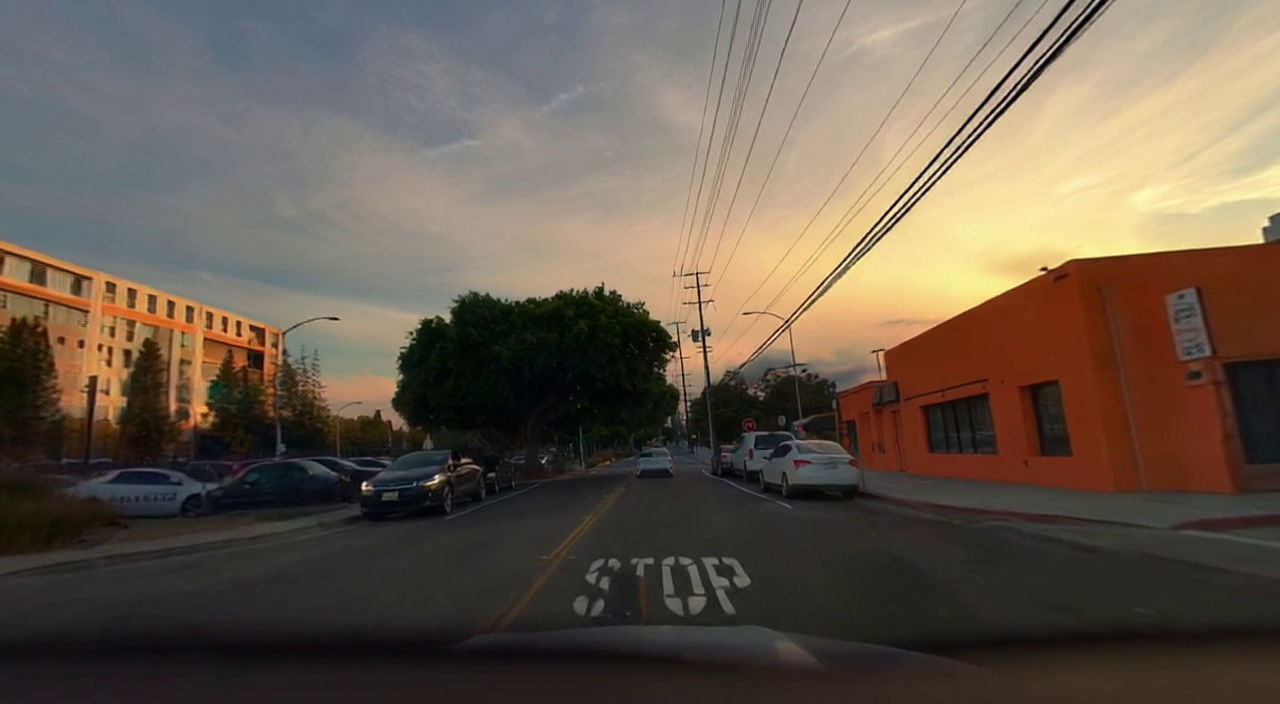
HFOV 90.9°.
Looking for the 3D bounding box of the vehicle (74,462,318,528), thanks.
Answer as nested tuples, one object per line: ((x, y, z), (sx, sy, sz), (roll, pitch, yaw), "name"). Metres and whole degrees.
((-11.632, 3.759, 16.833), (4.968, 1.493, 1.961), (0, -8, -2), "vehicle")

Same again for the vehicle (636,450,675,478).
((0.983, 6.535, 37.054), (2.033, 1.464, 4.645), (-1, -8, 5), "vehicle")

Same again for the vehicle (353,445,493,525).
((-5.705, 3.506, 17.426), (2.146, 1.775, 5.117), (0, -8, -1), "vehicle")

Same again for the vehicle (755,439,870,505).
((4.313, 3.031, 16.516), (1.840, 1.452, 4.517), (-1, -8, 1), "vehicle")
